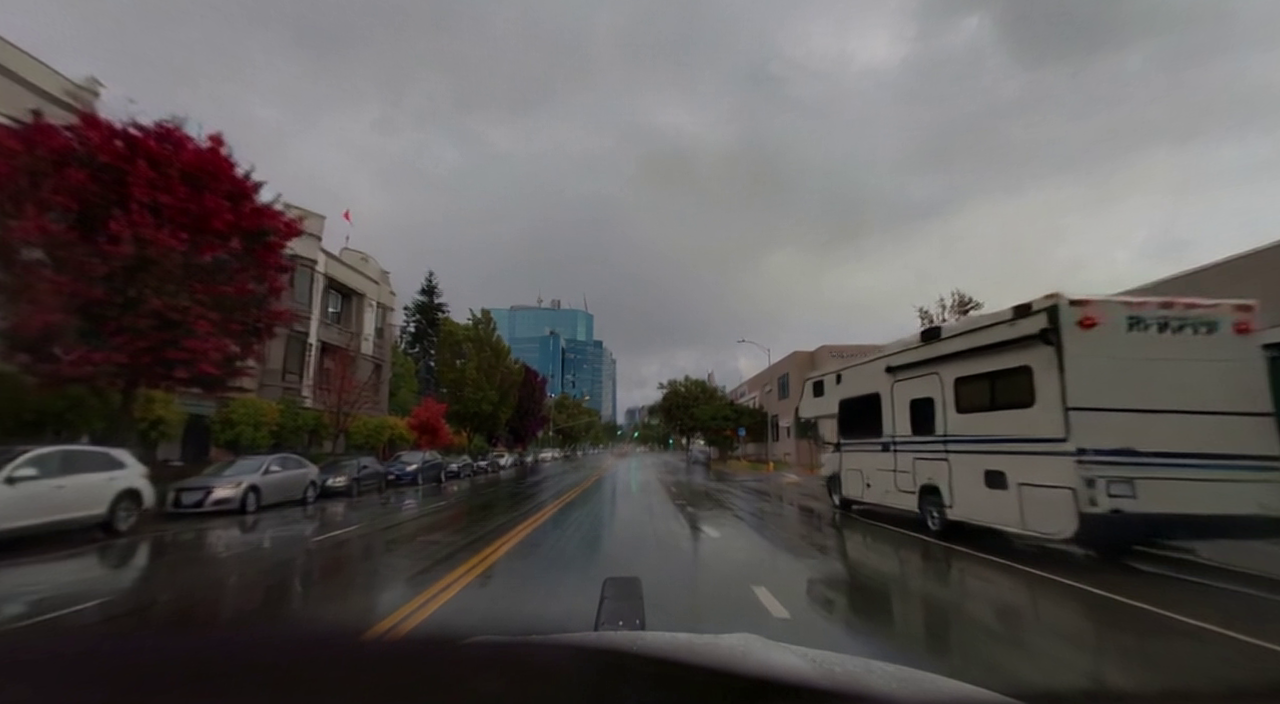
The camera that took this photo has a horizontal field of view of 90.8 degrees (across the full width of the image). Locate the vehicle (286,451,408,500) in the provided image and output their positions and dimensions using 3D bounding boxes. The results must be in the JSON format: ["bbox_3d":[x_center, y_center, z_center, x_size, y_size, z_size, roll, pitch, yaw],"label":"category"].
[{"bbox_3d":[-10.040,4.240,22.188,1.959,1.451,4.990,0,-8,-1],"label":"vehicle"}]

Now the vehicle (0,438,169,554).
[{"bbox_3d":[-9.998,2.113,9.559,2.276,1.597,4.421,0,-9,0],"label":"vehicle"}]

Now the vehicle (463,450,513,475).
[{"bbox_3d":[-10.133,7.373,42.530,1.995,1.564,5.321,0,-8,0],"label":"vehicle"}]

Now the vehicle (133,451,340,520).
[{"bbox_3d":[-9.999,3.311,16.302,2.078,1.427,4.900,0,-8,0],"label":"vehicle"}]

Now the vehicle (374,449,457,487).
[{"bbox_3d":[-10.037,5.198,28.662,1.918,1.535,4.834,0,-8,1],"label":"vehicle"}]

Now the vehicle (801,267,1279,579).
[{"bbox_3d":[6.057,1.460,11.954,3.102,3.473,9.734,0,-8,-2],"label":"vehicle"}]
